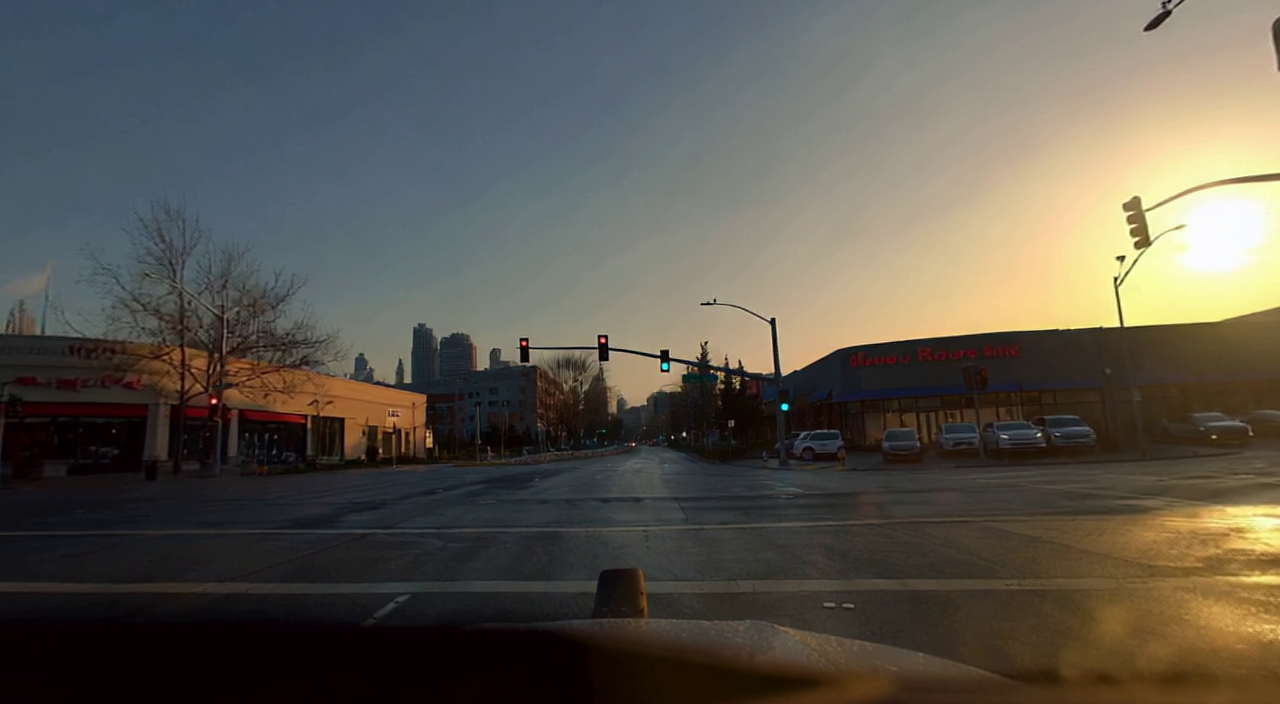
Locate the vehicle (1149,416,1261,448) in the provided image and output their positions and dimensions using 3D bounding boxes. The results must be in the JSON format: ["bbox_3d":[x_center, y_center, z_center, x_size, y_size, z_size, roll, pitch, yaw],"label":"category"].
[{"bbox_3d":[28.257,4.073,31.723,1.799,1.459,4.266,0,-8,3],"label":"vehicle"}]
